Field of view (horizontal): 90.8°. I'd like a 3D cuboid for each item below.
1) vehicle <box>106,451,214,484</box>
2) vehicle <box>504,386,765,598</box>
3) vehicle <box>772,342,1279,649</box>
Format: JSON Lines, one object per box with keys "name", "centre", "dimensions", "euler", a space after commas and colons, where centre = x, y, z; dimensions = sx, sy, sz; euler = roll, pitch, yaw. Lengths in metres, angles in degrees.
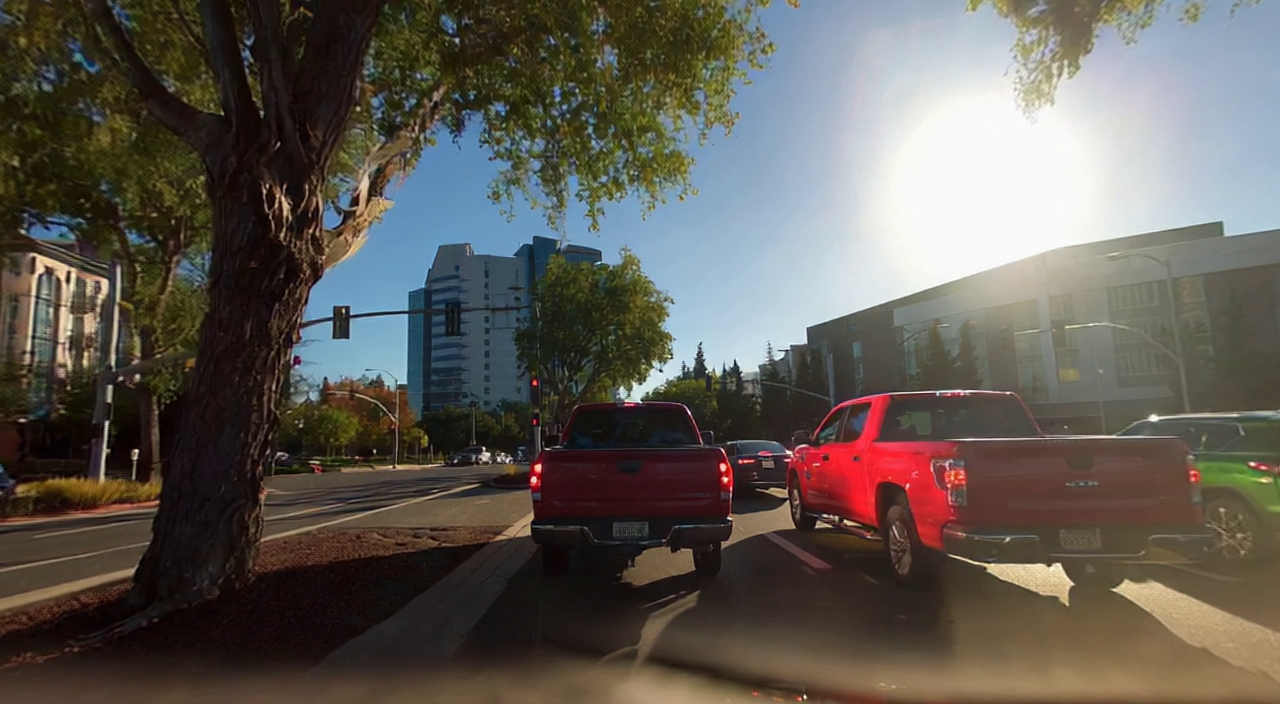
{"name": "vehicle", "centre": [-26.404, 6.326, 34.993], "dimensions": [4.437, 1.669, 1.936], "euler": [5, -10, -30]}
{"name": "vehicle", "centre": [-0.075, 1.574, 8.026], "dimensions": [2.240, 1.821, 5.001], "euler": [0, -9, -1]}
{"name": "vehicle", "centre": [3.312, 1.321, 6.932], "dimensions": [2.412, 1.953, 5.682], "euler": [0, -9, -1]}
